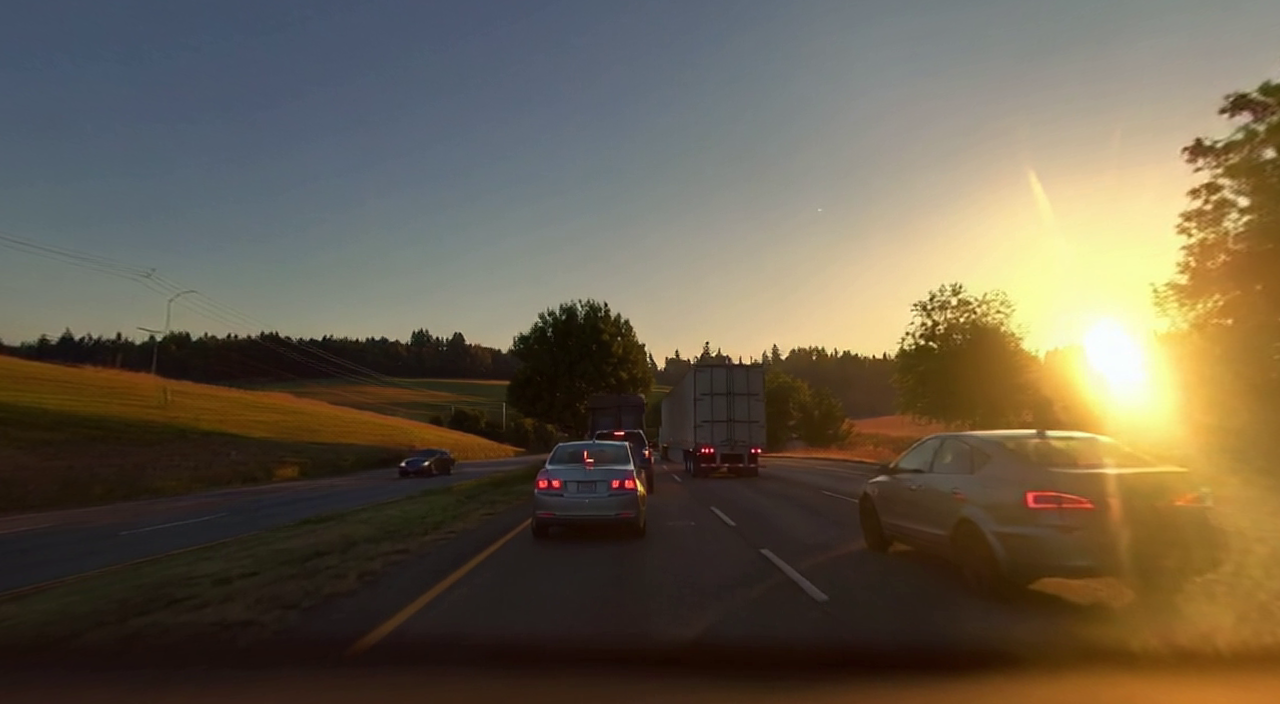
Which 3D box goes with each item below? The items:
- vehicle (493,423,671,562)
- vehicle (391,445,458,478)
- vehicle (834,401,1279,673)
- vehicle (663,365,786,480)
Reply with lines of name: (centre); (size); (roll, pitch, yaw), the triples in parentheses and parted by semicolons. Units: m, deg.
vehicle: (-0.706, 1.889, 9.212); (2.009, 1.554, 4.013); (0, -8, -1)
vehicle: (-11.526, 5.875, 33.956); (2.029, 1.617, 4.260); (0, -8, 1)
vehicle: (3.584, 1.382, 5.959); (1.960, 1.515, 4.713); (0, -8, 0)
vehicle: (3.478, 3.805, 31.996); (3.591, 4.290, 16.696); (0, -8, -1)
